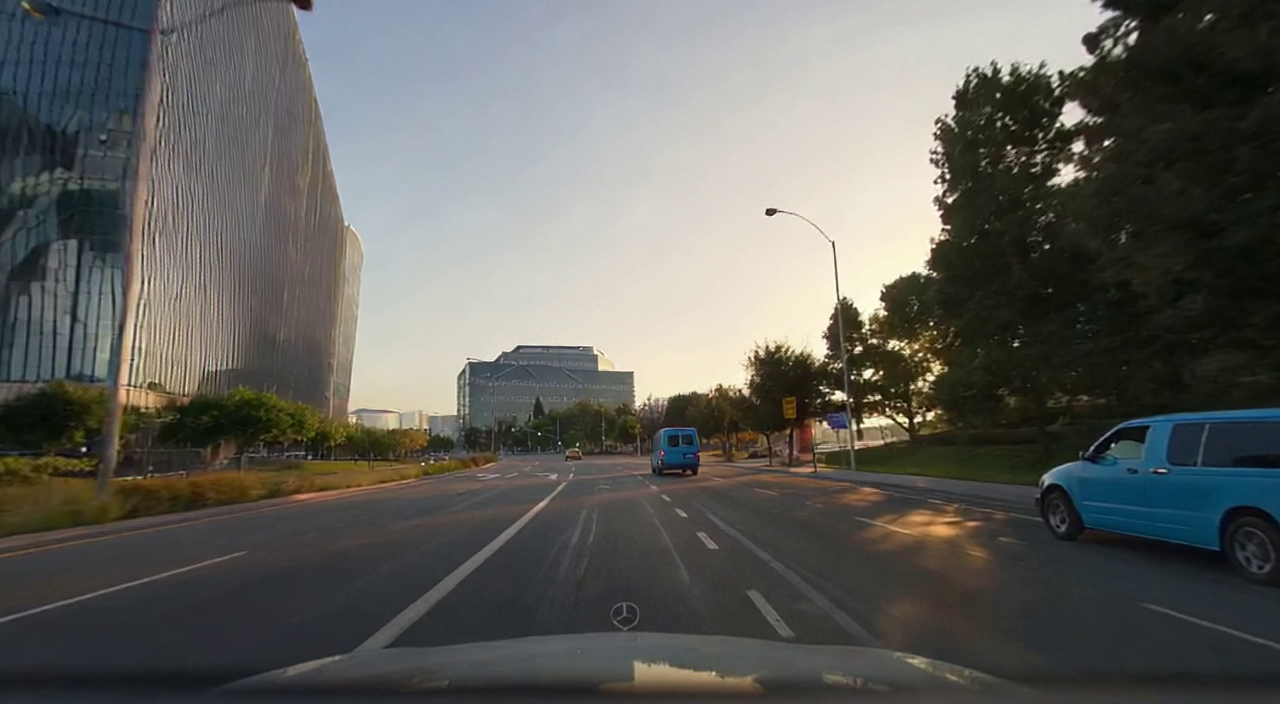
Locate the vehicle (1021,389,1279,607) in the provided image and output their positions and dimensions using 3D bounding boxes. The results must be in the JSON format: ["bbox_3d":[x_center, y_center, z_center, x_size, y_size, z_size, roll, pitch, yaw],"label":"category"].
[{"bbox_3d":[6.099,1.309,5.999,1.992,1.726,4.434,0,-9,-2],"label":"vehicle"}]

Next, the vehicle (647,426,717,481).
[{"bbox_3d":[1.747,4.500,28.122,2.339,2.244,4.817,1,-9,-5],"label":"vehicle"}]
